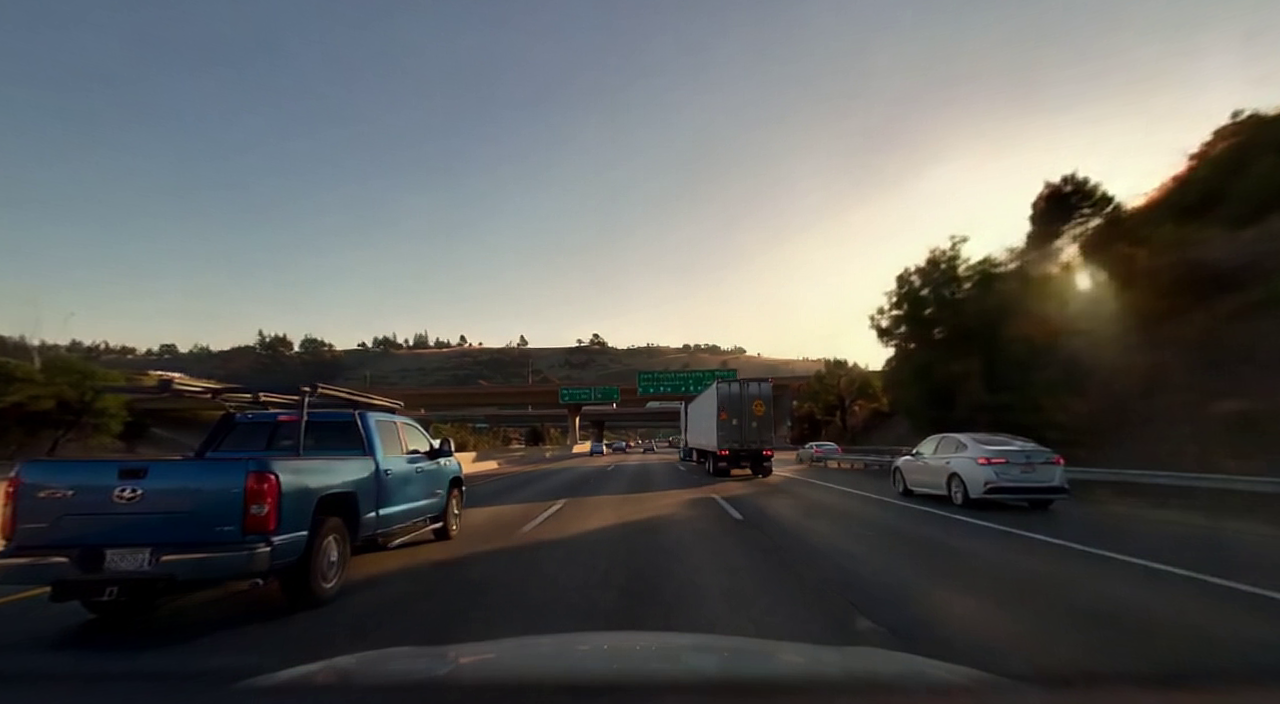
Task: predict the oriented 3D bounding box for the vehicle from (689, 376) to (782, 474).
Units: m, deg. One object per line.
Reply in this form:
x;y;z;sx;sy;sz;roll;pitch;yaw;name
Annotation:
4.435;3.968;32.577;2.885;4.036;12.891;0;-8;0;vehicle

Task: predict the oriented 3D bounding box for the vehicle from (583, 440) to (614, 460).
-3.220;7.716;49.650;2.077;1.446;4.106;0;-8;0;vehicle

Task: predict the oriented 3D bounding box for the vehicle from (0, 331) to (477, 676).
-3.959;1.350;6.971;2.599;2.054;6.288;0;-8;0;vehicle

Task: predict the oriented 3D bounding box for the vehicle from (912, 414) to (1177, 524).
7.334;2.169;12.214;1.999;1.700;4.640;0;-8;0;vehicle
